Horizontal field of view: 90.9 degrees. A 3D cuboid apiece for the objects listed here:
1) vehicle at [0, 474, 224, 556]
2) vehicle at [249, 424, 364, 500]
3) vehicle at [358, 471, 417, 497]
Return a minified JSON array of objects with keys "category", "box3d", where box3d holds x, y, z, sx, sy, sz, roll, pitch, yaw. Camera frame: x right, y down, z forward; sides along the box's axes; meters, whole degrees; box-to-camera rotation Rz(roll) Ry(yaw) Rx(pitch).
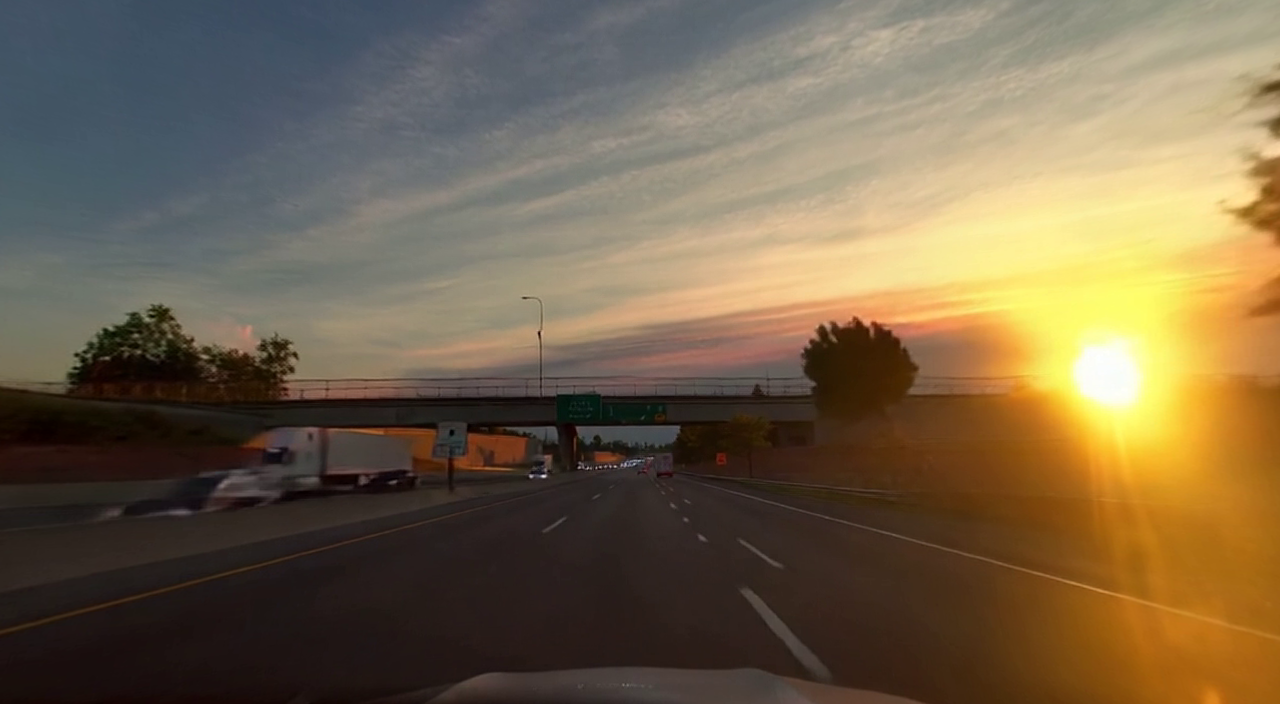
[{"category":"vehicle","box3d":[-12.019,3.538,14.277,1.925,1.436,4.717,1,-10,0]},{"category":"vehicle","box3d":[-20.624,6.936,39.594,2.945,4.265,7.006,0,-11,2]},{"category":"vehicle","box3d":[-16.143,8.468,40.538,1.938,1.477,4.455,1,-10,1]}]
